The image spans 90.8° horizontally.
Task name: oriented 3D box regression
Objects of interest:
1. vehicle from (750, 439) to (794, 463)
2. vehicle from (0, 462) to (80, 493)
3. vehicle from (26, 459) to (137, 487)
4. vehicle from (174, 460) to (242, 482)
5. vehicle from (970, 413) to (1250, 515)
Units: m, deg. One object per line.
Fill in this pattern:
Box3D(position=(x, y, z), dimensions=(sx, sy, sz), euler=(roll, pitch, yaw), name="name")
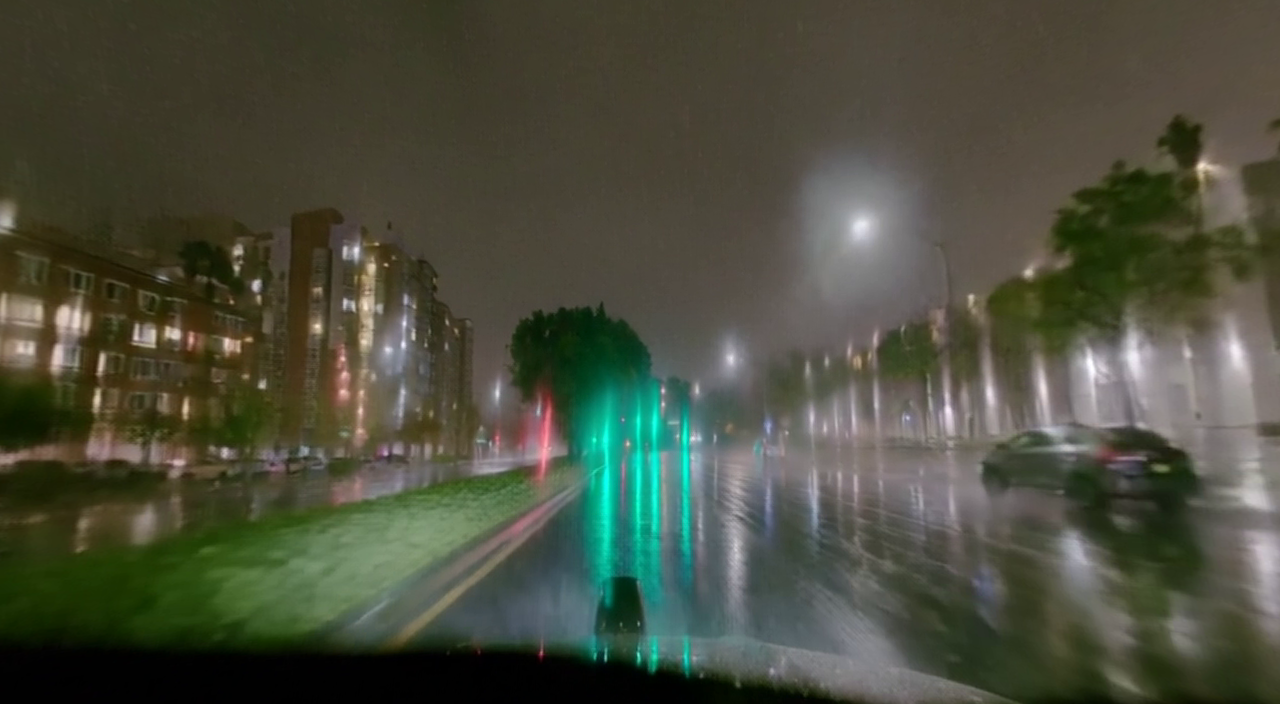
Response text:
Box3D(position=(9.939, 7.516, 47.933), dimensions=(2.051, 1.726, 4.898), euler=(0, -9, -3), name="vehicle")
Box3D(position=(-31.261, 6.366, 32.107), dimensions=(3.816, 1.450, 1.967), euler=(-1, -8, 4), name="vehicle")
Box3D(position=(-30.804, 6.661, 34.921), dimensions=(4.289, 1.480, 1.890), euler=(0, -8, 1), name="vehicle")
Box3D(position=(-30.973, 8.543, 45.321), dimensions=(3.652, 1.488, 1.678), euler=(-1, -8, 3), name="vehicle")
Box3D(position=(9.975, 2.431, 14.150), dimensions=(2.272, 1.843, 4.913), euler=(0, -9, -3), name="vehicle")
